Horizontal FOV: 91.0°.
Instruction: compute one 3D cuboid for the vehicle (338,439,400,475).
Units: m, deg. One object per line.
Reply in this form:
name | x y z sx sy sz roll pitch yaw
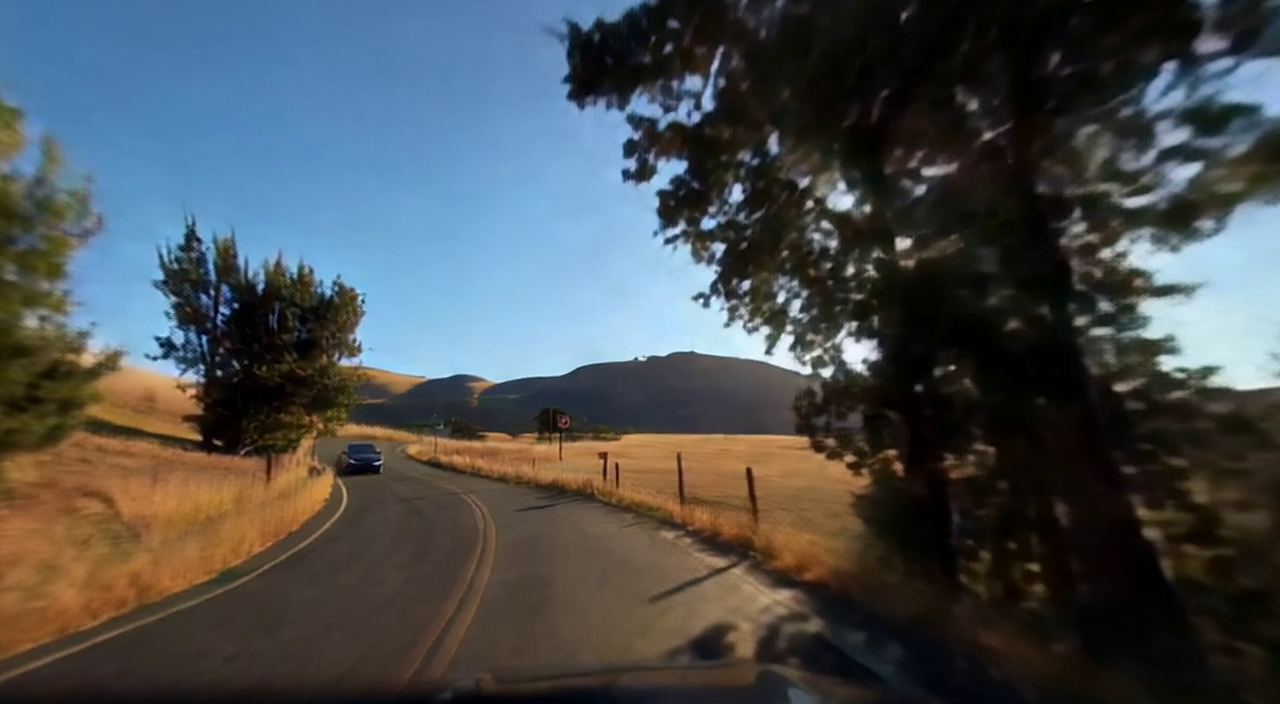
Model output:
vehicle | -13.071 4.981 30.206 2.075 1.562 4.241 5 -9 -31
